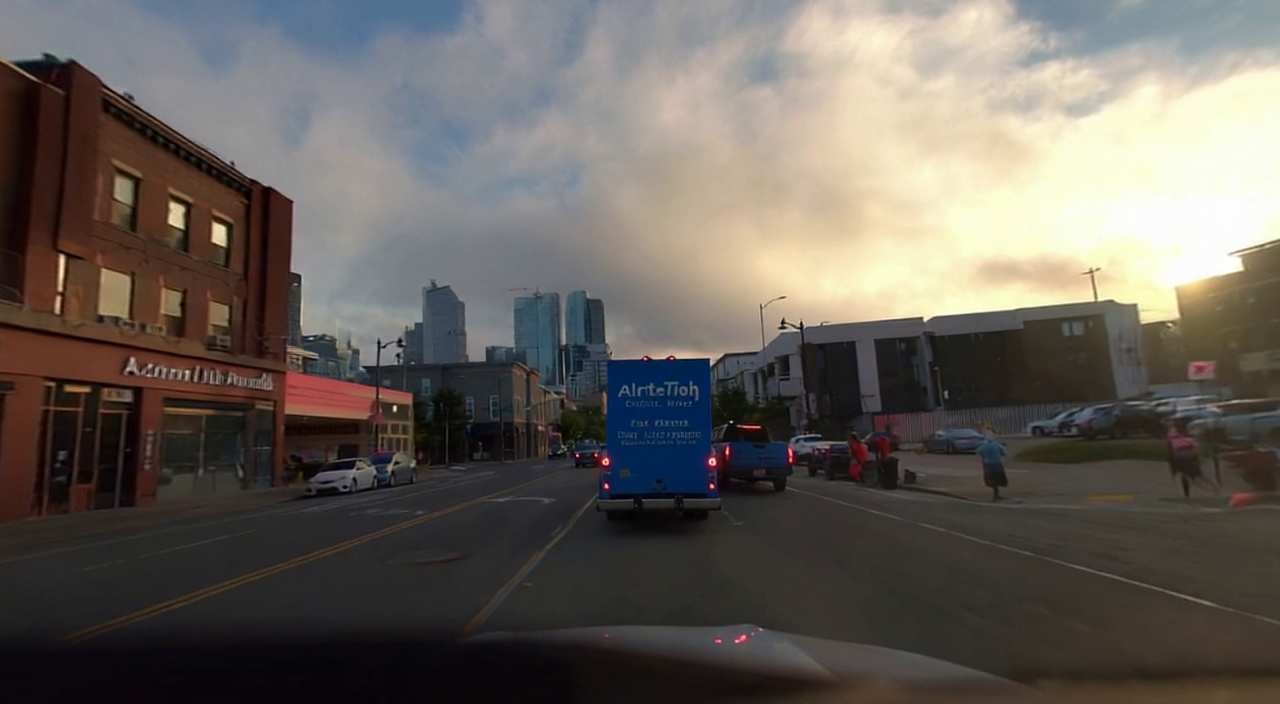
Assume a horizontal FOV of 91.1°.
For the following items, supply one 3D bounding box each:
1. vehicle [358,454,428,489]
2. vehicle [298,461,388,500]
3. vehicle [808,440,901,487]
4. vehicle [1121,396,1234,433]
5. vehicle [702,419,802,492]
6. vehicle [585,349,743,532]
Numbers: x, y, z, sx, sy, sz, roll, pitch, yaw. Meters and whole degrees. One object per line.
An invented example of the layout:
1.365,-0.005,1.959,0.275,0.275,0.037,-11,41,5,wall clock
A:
-13.159,6.367,33.717,1.943,1.682,4.365,0,-8,0,vehicle
-13.320,5.758,28.502,1.901,1.508,4.405,0,-8,0,vehicle
7.708,4.033,23.045,1.951,1.548,4.290,0,-9,1,vehicle
25.968,3.090,30.518,1.811,1.623,3.921,0,-9,-3,vehicle
3.473,3.375,20.735,2.346,2.062,5.236,0,-9,0,vehicle
0.287,1.856,13.216,2.517,2.926,6.177,0,-9,-2,vehicle
